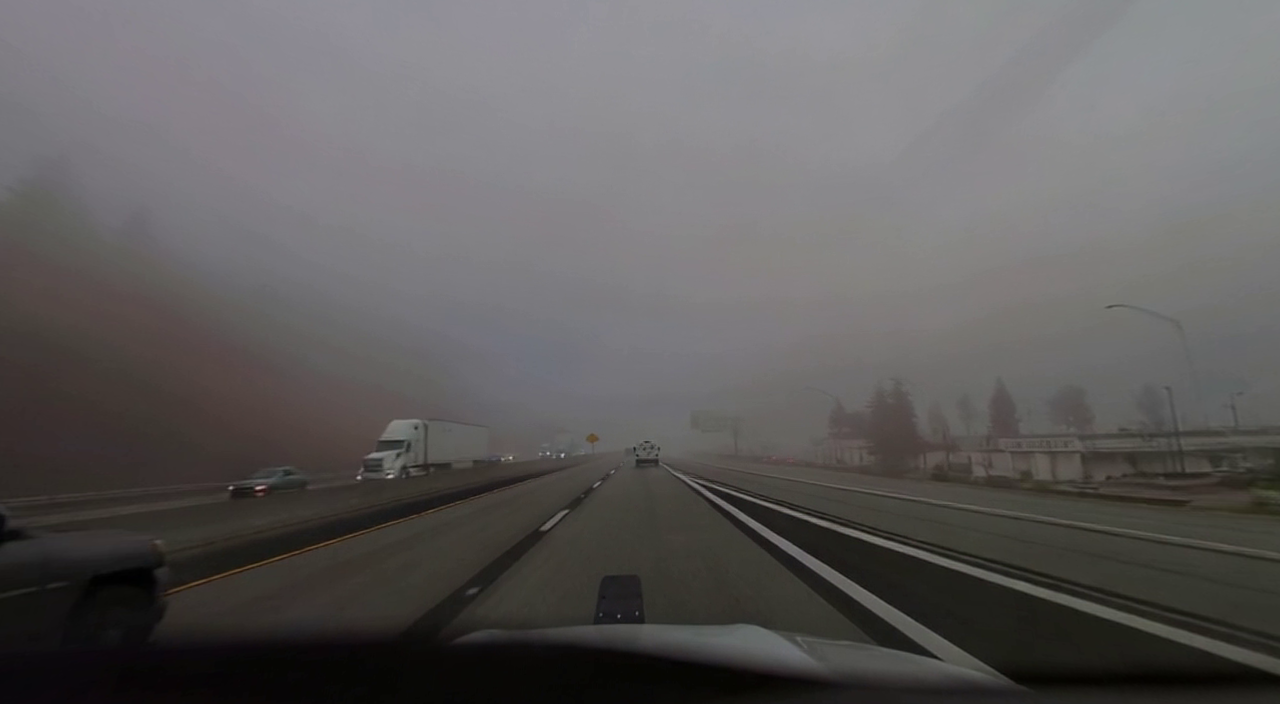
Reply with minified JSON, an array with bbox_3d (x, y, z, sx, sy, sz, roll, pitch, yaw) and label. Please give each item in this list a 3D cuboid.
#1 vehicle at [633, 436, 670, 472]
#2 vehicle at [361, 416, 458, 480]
[{"bbox_3d":[0.720,6.502,40.122,2.268,2.122,4.595,-1,-9,1],"label":"vehicle"},{"bbox_3d":[-16.443,7.015,45.756,2.999,4.090,10.254,-1,-9,1],"label":"vehicle"}]
